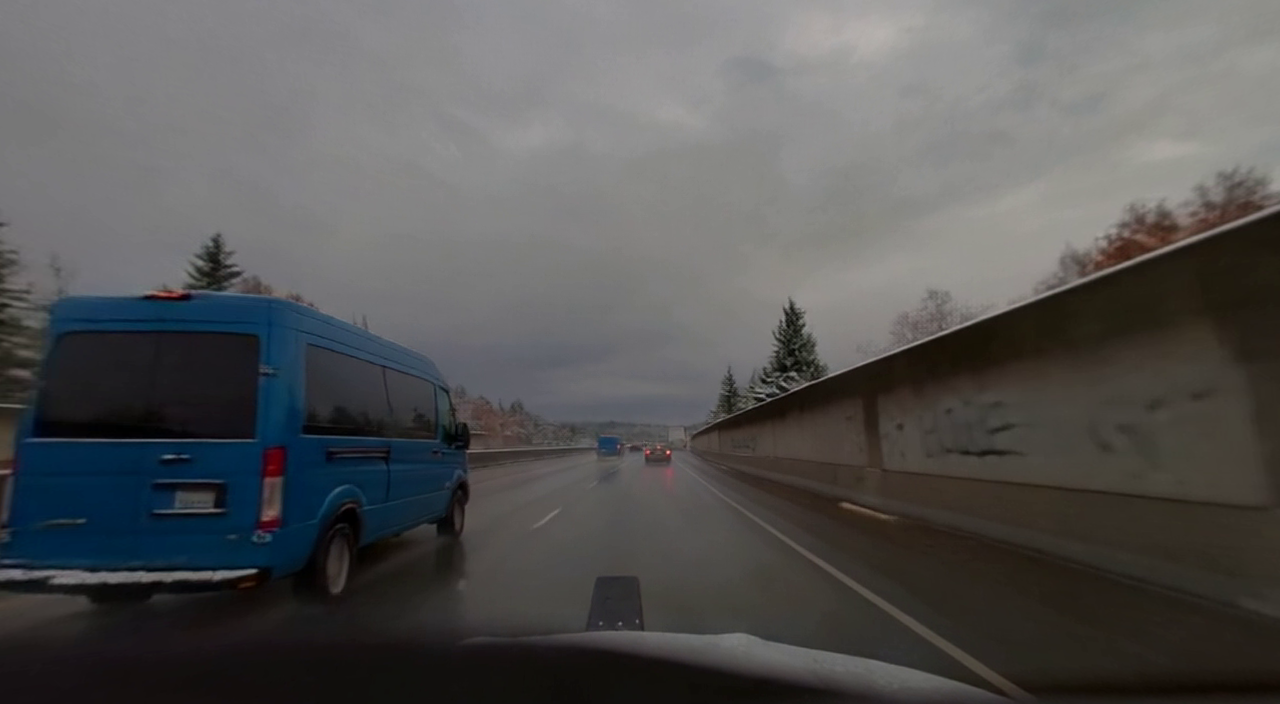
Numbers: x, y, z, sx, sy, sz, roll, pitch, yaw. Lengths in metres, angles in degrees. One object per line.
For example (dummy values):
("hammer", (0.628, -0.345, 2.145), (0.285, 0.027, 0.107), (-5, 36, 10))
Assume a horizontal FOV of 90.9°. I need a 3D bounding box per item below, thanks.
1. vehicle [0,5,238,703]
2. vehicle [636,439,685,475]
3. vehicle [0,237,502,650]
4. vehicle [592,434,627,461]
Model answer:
("vehicle", (-3.575, -0.100, 1.072), (2.334, 2.769, 5.087), (0, -8, 0))
("vehicle", (0.915, 4.718, 28.555), (2.071, 1.487, 3.948), (0, -8, 1))
("vehicle", (-3.508, 0.988, 7.286), (2.297, 2.687, 6.317), (0, -8, 0))
("vehicle", (-2.320, 7.525, 49.879), (2.199, 1.973, 5.078), (0, -8, 3))
